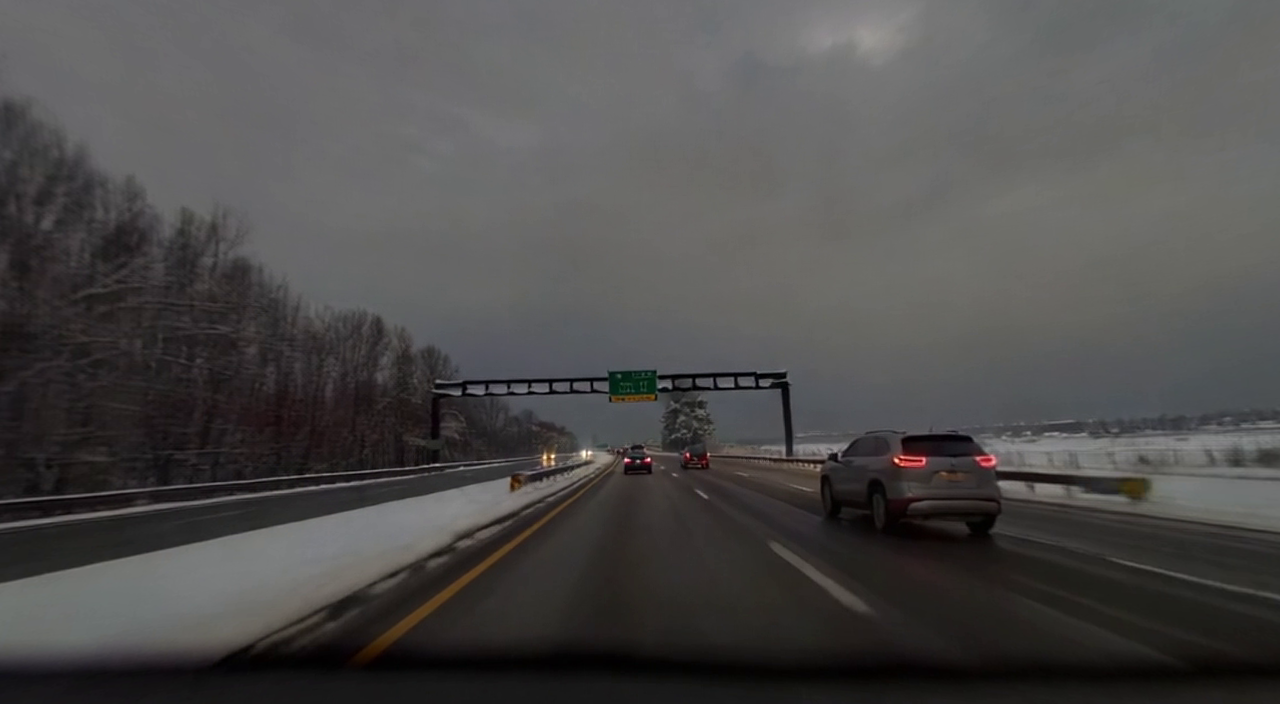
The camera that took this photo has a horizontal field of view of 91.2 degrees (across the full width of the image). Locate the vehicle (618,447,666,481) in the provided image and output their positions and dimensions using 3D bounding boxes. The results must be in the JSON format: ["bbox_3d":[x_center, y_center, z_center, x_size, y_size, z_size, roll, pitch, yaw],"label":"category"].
[{"bbox_3d":[0.049,5.013,28.276,2.037,1.418,3.793,0,-9,-1],"label":"vehicle"}]

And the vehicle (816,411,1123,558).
[{"bbox_3d":[4.516,1.907,9.647,2.250,1.718,4.358,0,-9,-1],"label":"vehicle"}]

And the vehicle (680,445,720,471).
[{"bbox_3d":[3.635,6.531,38.747,1.959,1.528,4.207,0,-9,-1],"label":"vehicle"}]
